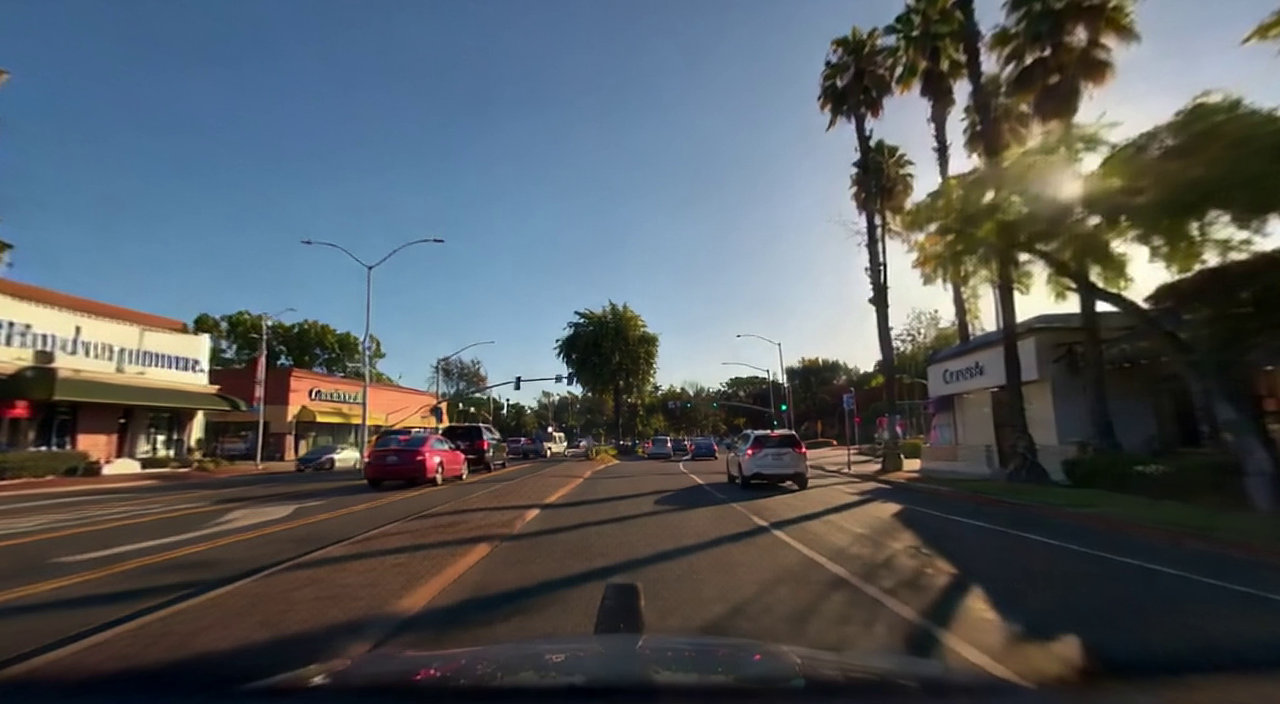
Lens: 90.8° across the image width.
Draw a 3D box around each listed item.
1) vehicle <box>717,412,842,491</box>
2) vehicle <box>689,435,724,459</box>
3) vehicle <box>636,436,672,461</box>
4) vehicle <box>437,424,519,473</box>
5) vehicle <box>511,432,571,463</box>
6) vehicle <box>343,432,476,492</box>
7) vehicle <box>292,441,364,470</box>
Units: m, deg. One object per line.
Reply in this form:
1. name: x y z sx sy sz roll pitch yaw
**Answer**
1. vehicle: 3.752 2.818 18.152 2.267 1.931 5.145 0 -8 -2
2. vehicle: 4.506 6.503 43.430 2.149 1.532 4.168 -1 -8 2
3. vehicle: 0.924 6.049 39.782 2.057 1.492 3.825 -1 -8 4
4. vehicle: -6.819 4.122 27.173 2.127 1.888 4.637 -1 -8 2
5. vehicle: -5.794 5.663 37.546 2.088 1.746 4.650 -2 -8 10
6. vehicle: -6.444 3.137 18.420 1.935 1.483 4.973 0 -8 1
7. vehicle: -19.685 6.545 40.088 1.978 1.693 4.463 -1 -8 6
